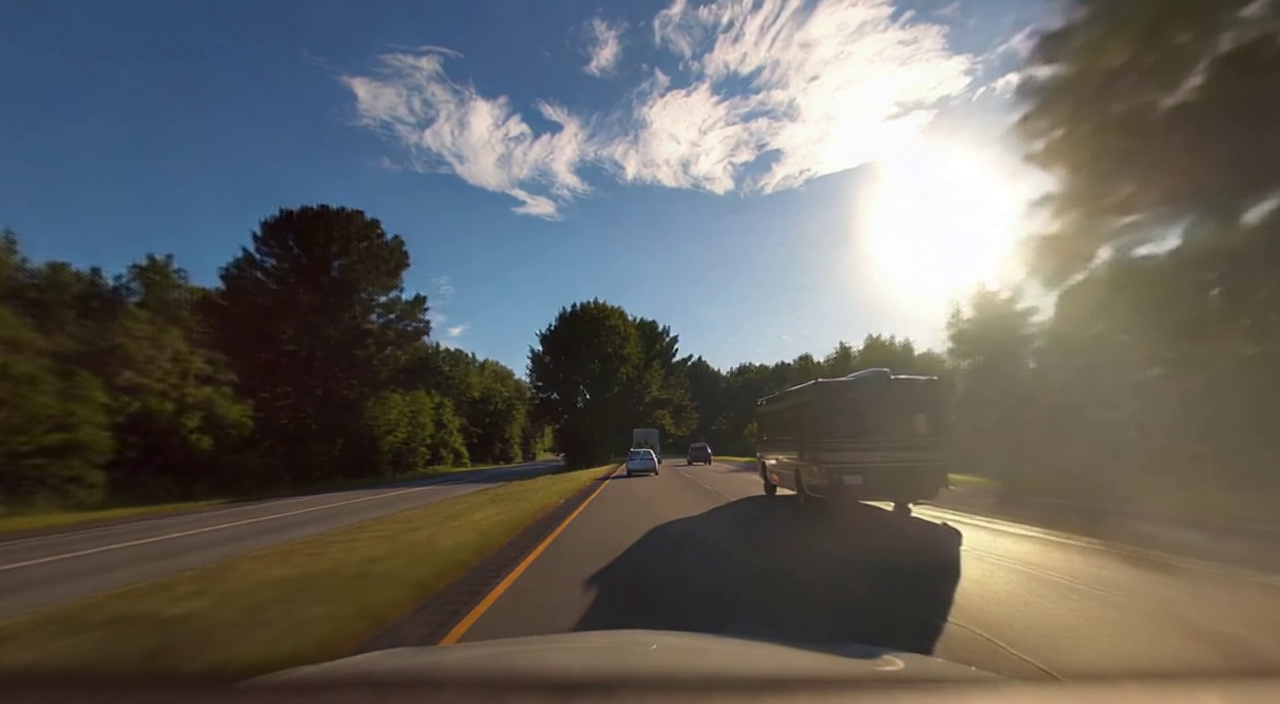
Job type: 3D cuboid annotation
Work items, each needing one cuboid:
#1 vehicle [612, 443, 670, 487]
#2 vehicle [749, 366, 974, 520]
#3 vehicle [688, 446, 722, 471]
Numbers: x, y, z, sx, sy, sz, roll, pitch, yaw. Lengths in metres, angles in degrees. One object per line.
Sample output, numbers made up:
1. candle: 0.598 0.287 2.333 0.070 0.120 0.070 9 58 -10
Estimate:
1. vehicle: 0.008 4.433 25.053 2.120 1.575 4.018 0 -9 -1
2. vehicle: 4.698 2.226 15.218 2.745 2.832 7.035 0 -9 -1
3. vehicle: 4.107 6.817 40.420 1.757 1.459 3.398 0 -9 -1
